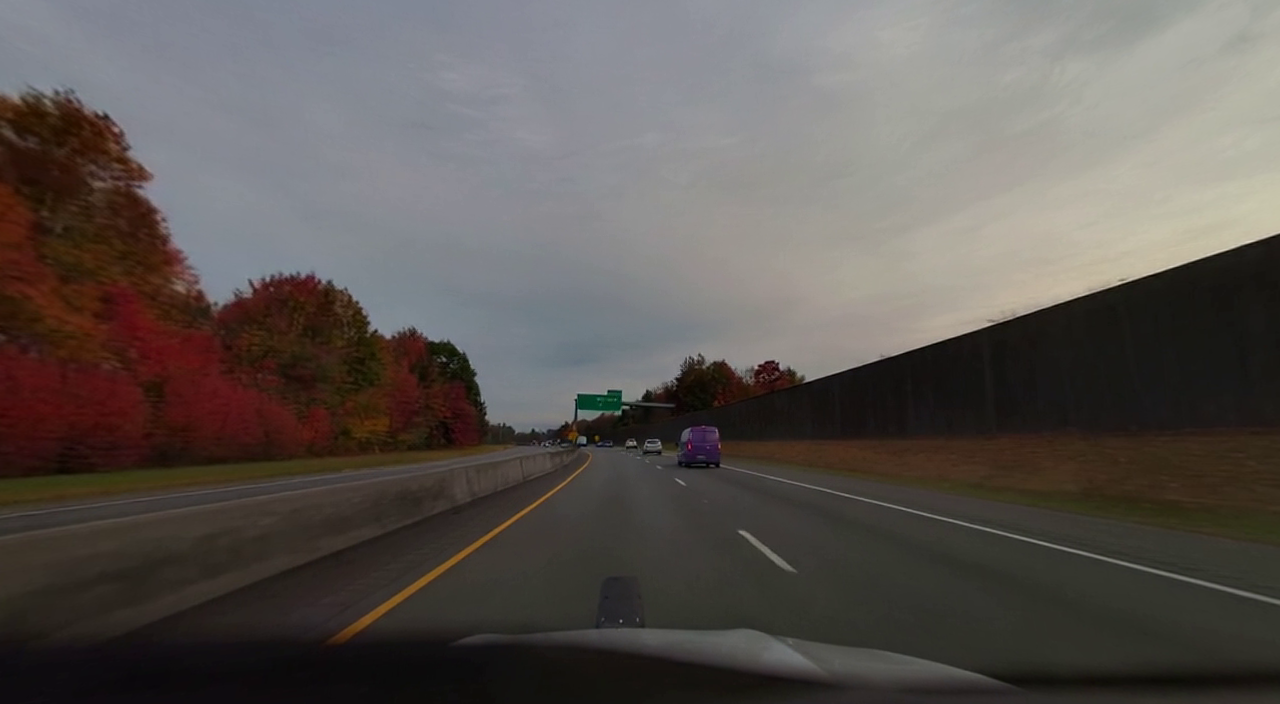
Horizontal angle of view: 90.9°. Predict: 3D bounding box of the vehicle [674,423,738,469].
[{"bbox_3d":[3.126,4.625,31.026,2.393,2.072,4.958,1,-8,-3],"label":"vehicle"}]
